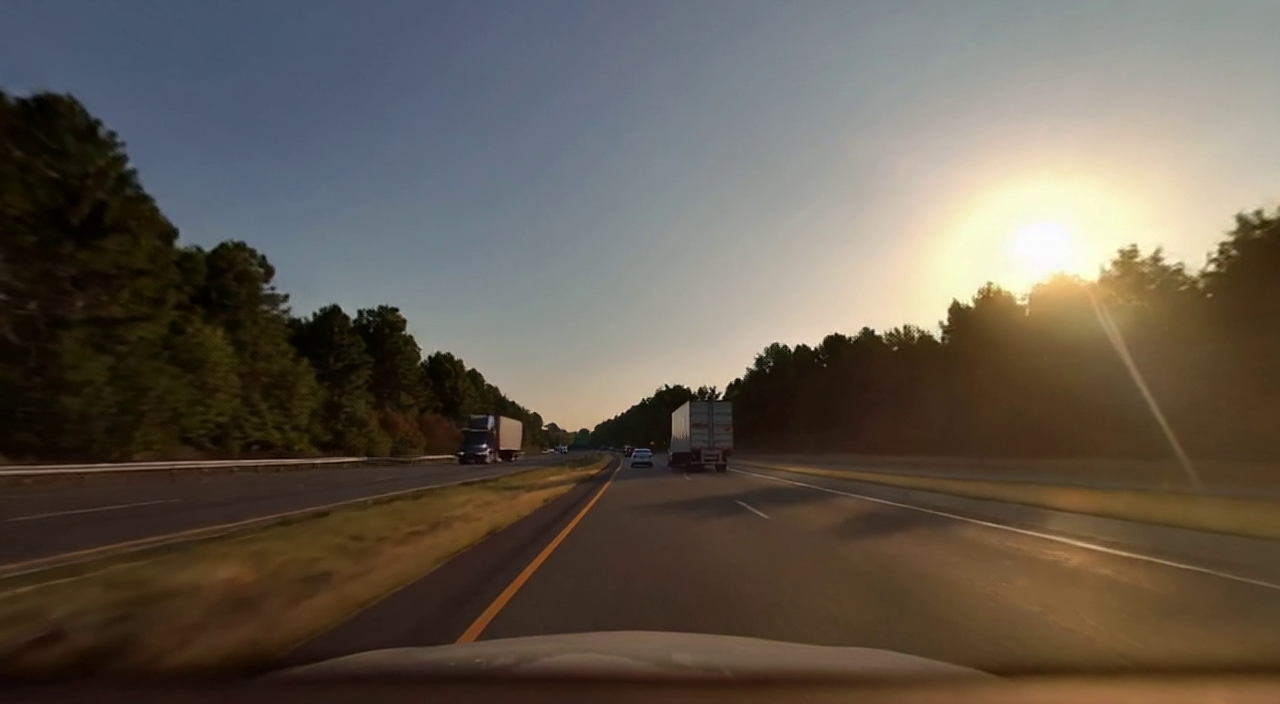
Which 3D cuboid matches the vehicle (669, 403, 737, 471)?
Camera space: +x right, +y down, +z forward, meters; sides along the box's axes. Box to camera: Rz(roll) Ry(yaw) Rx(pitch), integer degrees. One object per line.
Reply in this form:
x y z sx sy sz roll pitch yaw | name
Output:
4.090 6.192 44.923 2.883 4.057 14.579 0 -9 -2 | vehicle

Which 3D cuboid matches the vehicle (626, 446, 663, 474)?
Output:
0.210 6.373 37.439 2.051 1.513 4.511 0 -9 -1 | vehicle
